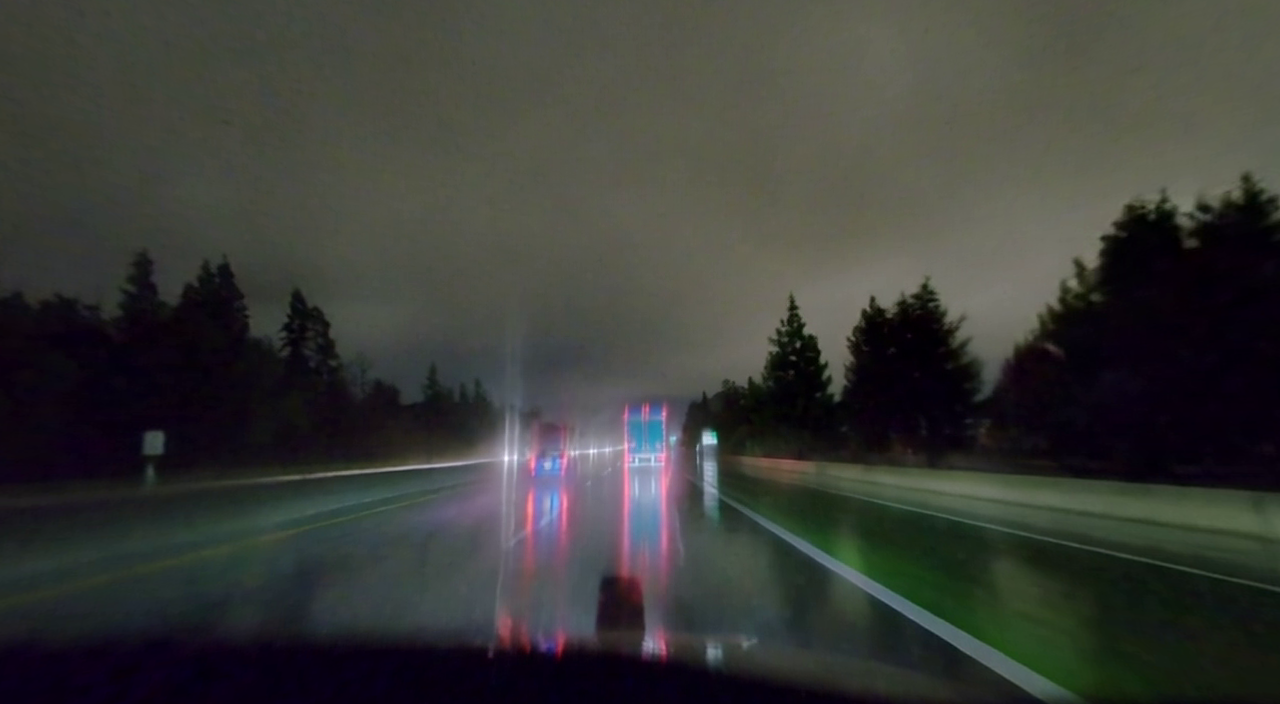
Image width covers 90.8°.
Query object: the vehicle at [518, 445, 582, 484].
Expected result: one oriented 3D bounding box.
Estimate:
[{"bbox_3d":[-3.598,4.559,25.898,1.955,1.438,4.100,-1,-9,1],"label":"vehicle"}]
